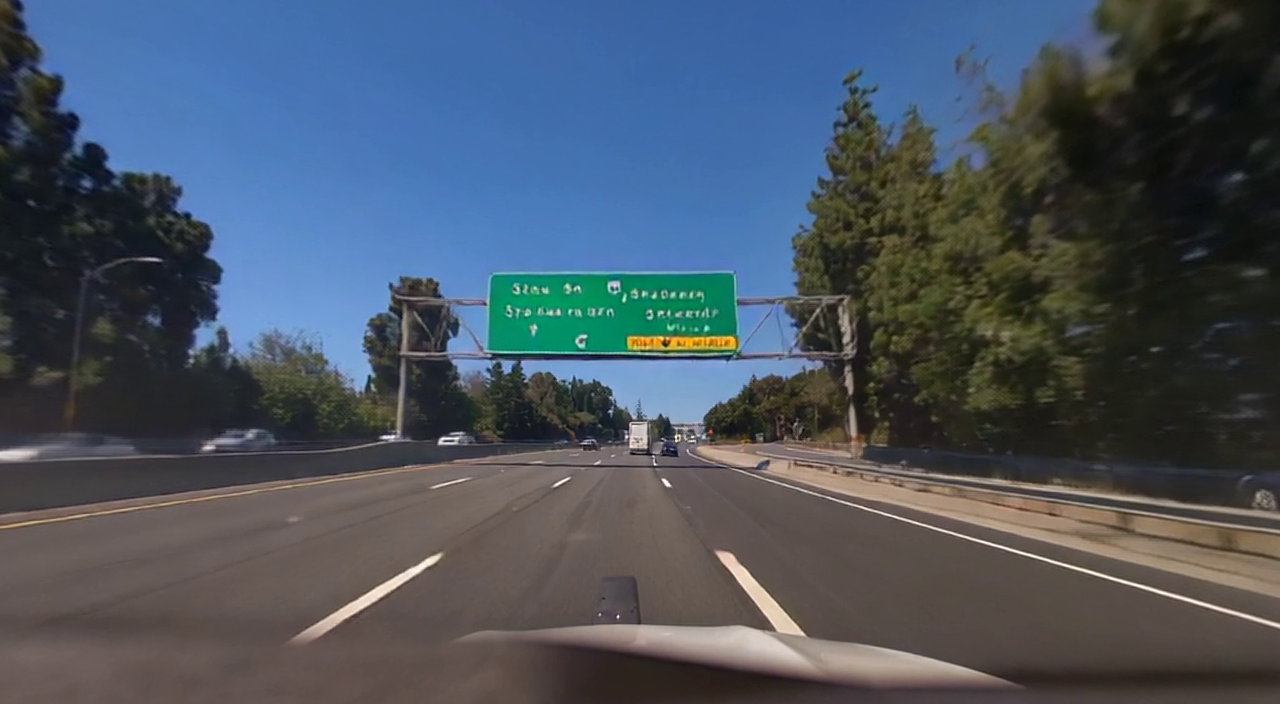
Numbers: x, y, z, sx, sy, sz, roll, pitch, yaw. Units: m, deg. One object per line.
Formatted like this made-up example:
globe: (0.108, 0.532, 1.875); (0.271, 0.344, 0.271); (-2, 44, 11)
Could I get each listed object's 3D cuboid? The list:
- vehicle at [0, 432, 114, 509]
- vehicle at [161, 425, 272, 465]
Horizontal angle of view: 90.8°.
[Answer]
vehicle: (-13.149, 2.291, 12.249); (1.925, 1.456, 4.613); (0, -8, 0)
vehicle: (-19.224, 4.250, 28.974); (1.960, 1.706, 4.524); (0, -8, 0)
